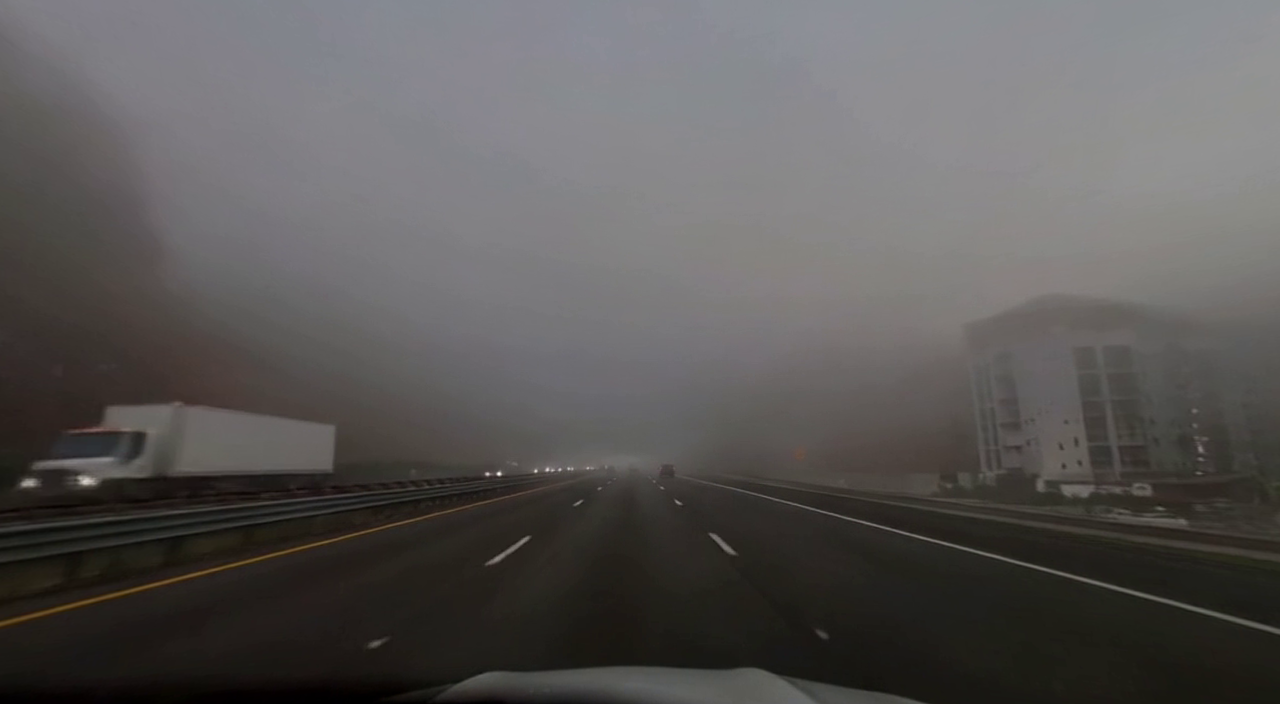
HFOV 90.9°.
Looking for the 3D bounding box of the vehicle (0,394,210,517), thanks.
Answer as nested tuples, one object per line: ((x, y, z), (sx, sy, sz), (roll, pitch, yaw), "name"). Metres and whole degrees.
((-20.075, 3.954, 23.881), (3.010, 4.019, 5.914), (1, -10, 0), "vehicle")
